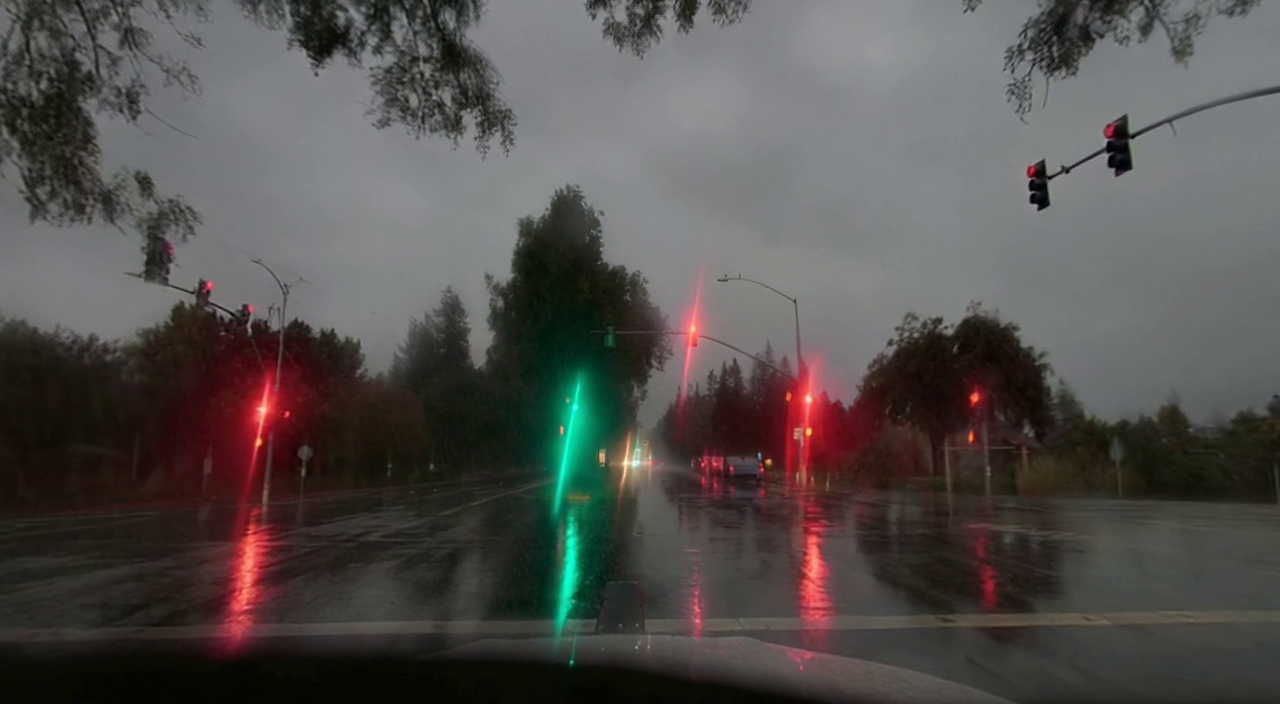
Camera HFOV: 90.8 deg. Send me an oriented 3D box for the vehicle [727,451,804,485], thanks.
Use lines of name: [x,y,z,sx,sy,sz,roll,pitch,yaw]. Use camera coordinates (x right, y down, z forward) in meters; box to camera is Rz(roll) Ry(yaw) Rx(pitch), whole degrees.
vehicle: [8.826,8.247,45.446,2.771,2.214,7.159,2,-9,-12]
